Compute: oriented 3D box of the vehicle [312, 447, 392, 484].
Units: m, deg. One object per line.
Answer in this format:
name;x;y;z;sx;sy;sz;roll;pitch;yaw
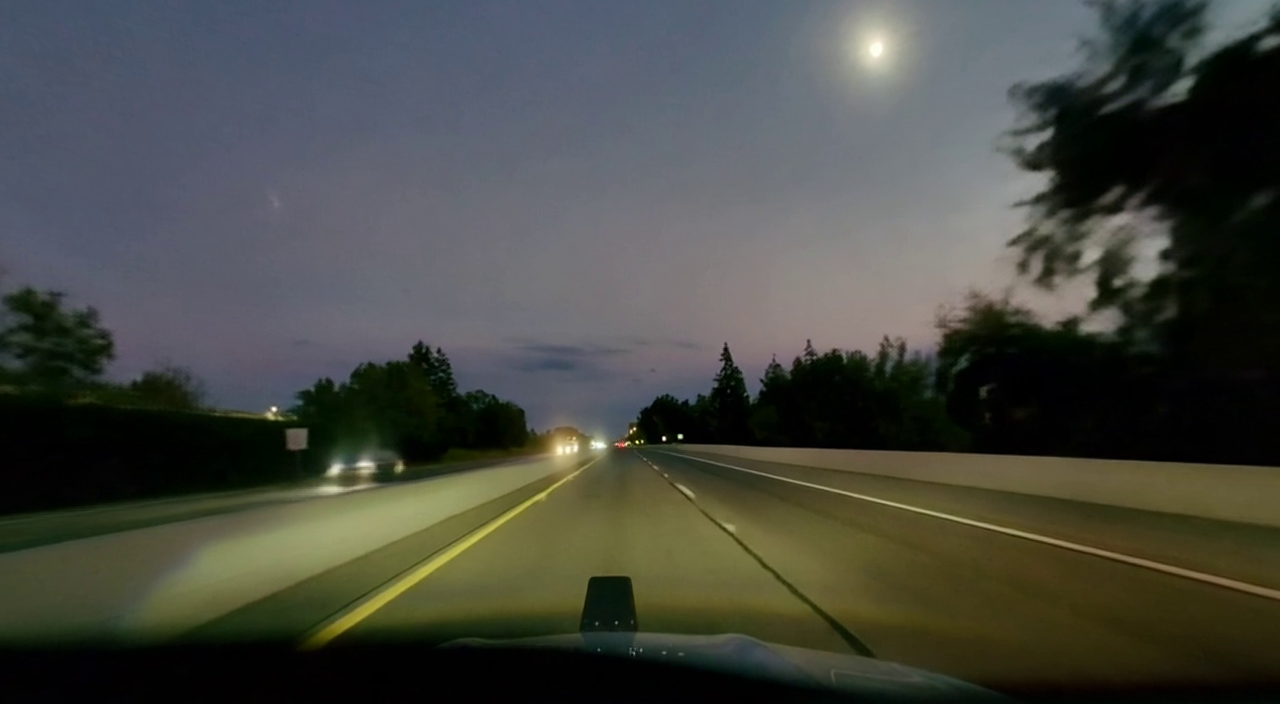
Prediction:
vehicle;-13.570;5.350;29.941;1.990;1.551;3.957;0;-8;-2
